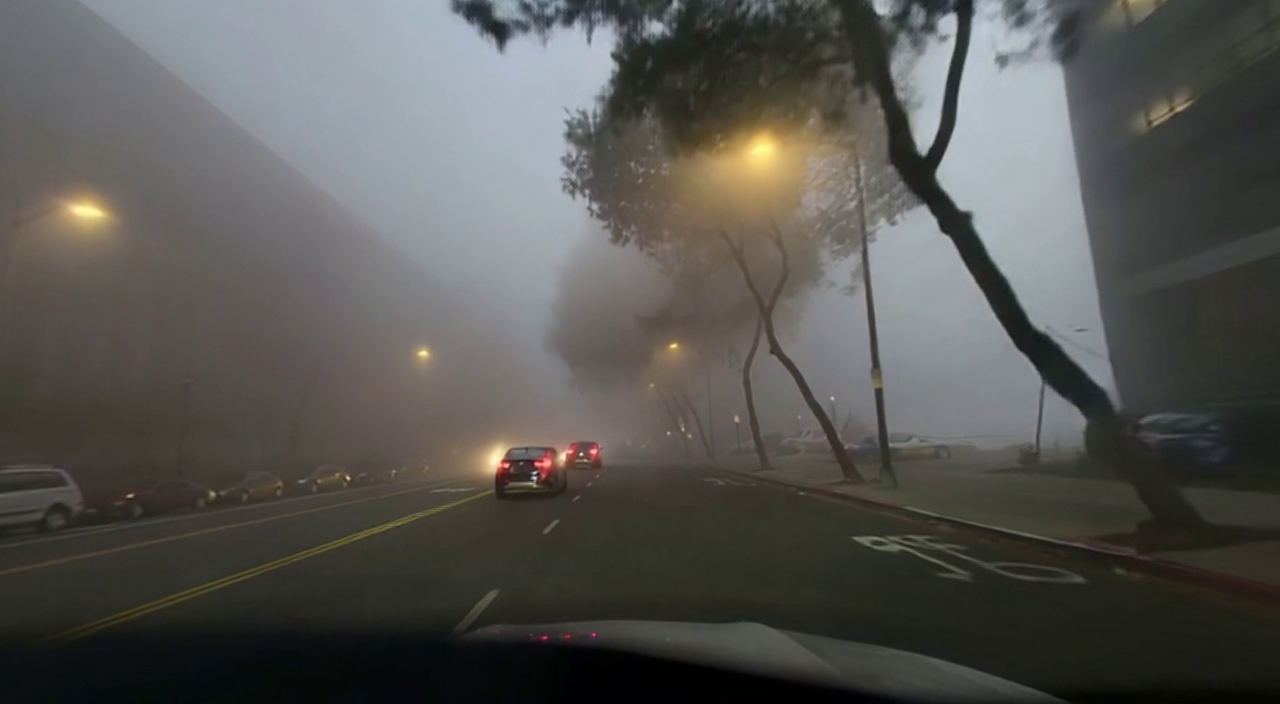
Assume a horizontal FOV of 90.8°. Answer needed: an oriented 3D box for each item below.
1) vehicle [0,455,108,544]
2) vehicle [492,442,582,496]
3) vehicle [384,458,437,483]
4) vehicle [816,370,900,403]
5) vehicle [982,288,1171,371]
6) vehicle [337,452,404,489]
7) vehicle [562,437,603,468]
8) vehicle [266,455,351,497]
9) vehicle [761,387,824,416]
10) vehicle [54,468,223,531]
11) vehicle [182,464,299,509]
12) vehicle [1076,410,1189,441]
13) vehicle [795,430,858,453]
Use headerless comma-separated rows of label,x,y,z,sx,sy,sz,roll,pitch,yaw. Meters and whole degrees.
vehicle,-15.654,3.541,14.913,2.129,1.967,4.907,-4,-9,-4
vehicle,-3.030,3.527,19.549,2.051,1.454,4.132,0,-8,0
vehicle,-16.084,8.311,44.563,2.021,1.438,4.616,-3,-8,0
vehicle,11.595,1.872,33.795,3.827,1.556,1.730,-1,-9,-1
vehicle,12.328,-0.592,18.080,3.932,1.743,1.695,-5,-8,3
vehicle,-16.364,7.175,38.583,2.079,1.847,4.592,-5,-8,-1
vehicle,-3.623,6.440,40.746,2.190,1.840,4.720,0,-8,0
vehicle,-16.275,6.061,31.330,1.897,1.805,4.538,0,-8,-3
vehicle,10.839,3.571,45.101,3.826,1.601,1.807,-5,-8,-6
vehicle,-15.789,4.615,20.287,1.942,1.431,4.553,-5,-8,-4
vehicle,-15.989,5.373,25.653,1.871,1.485,4.573,0,-8,-2
vehicle,25.308,3.822,32.561,4.215,1.545,1.897,0,-8,0
vehicle,12.343,5.939,41.978,3.527,1.496,1.836,0,-7,-4
